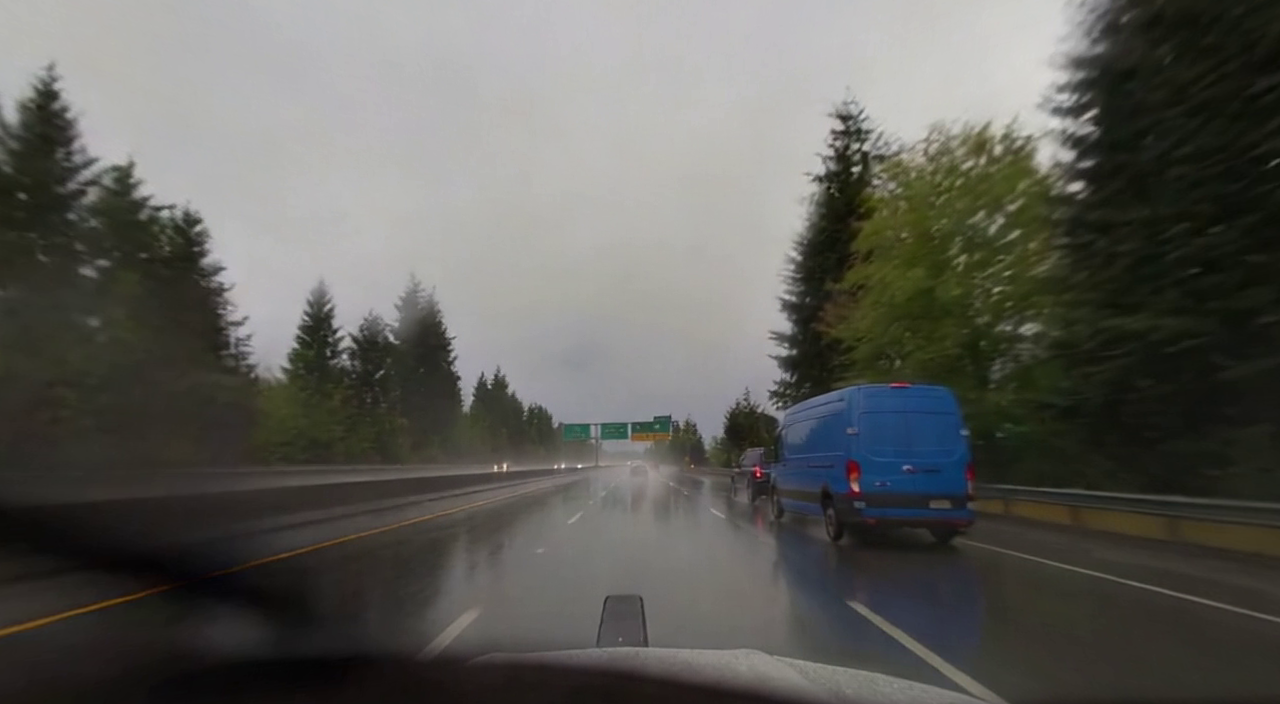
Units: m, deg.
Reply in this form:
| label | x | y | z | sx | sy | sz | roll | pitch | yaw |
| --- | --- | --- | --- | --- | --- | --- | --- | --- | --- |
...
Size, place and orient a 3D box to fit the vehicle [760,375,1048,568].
| label | x | y | z | sx | sy | sz | roll | pitch | yaw |
| --- | --- | --- | --- | --- | --- | --- | --- | --- | --- |
| vehicle | 4.402 | 2.320 | 12.425 | 2.737 | 2.711 | 6.687 | 1 | -11 | 0 |
